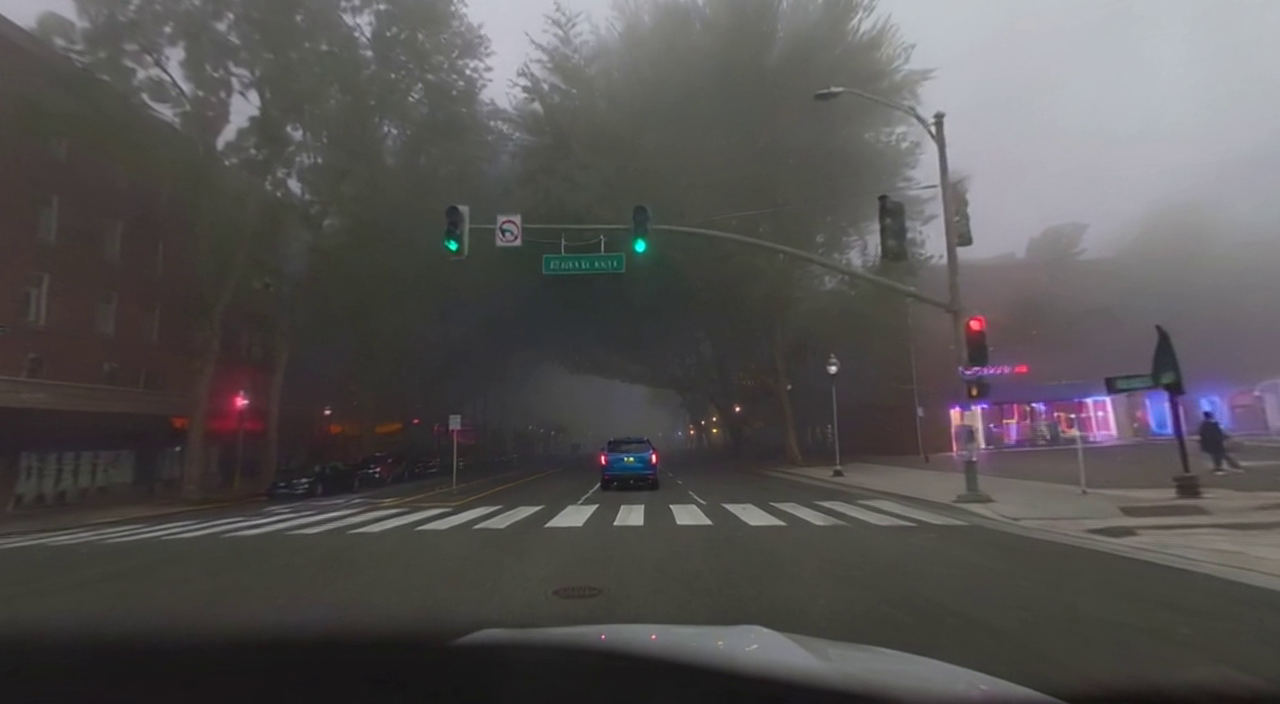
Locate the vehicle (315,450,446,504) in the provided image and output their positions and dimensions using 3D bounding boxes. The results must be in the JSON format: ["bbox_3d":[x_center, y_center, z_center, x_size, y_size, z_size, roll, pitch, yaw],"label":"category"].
[{"bbox_3d":[-8.093,3.918,20.293,2.152,1.468,4.737,-1,-8,1],"label":"vehicle"}]

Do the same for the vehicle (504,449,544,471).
[{"bbox_3d":[-8.377,7.817,45.925,2.029,1.478,4.367,0,-8,0],"label":"vehicle"}]

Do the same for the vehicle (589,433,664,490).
[{"bbox_3d":[-0.429,3.815,22.368,2.382,1.796,4.610,0,-8,0],"label":"vehicle"}]

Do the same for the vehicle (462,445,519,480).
[{"bbox_3d":[-8.108,6.013,34.649,2.109,1.628,4.108,-4,-9,-1],"label":"vehicle"}]

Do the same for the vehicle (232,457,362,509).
[{"bbox_3d":[-11.538,4.393,21.657,1.972,1.475,4.381,0,-8,0],"label":"vehicle"}]
